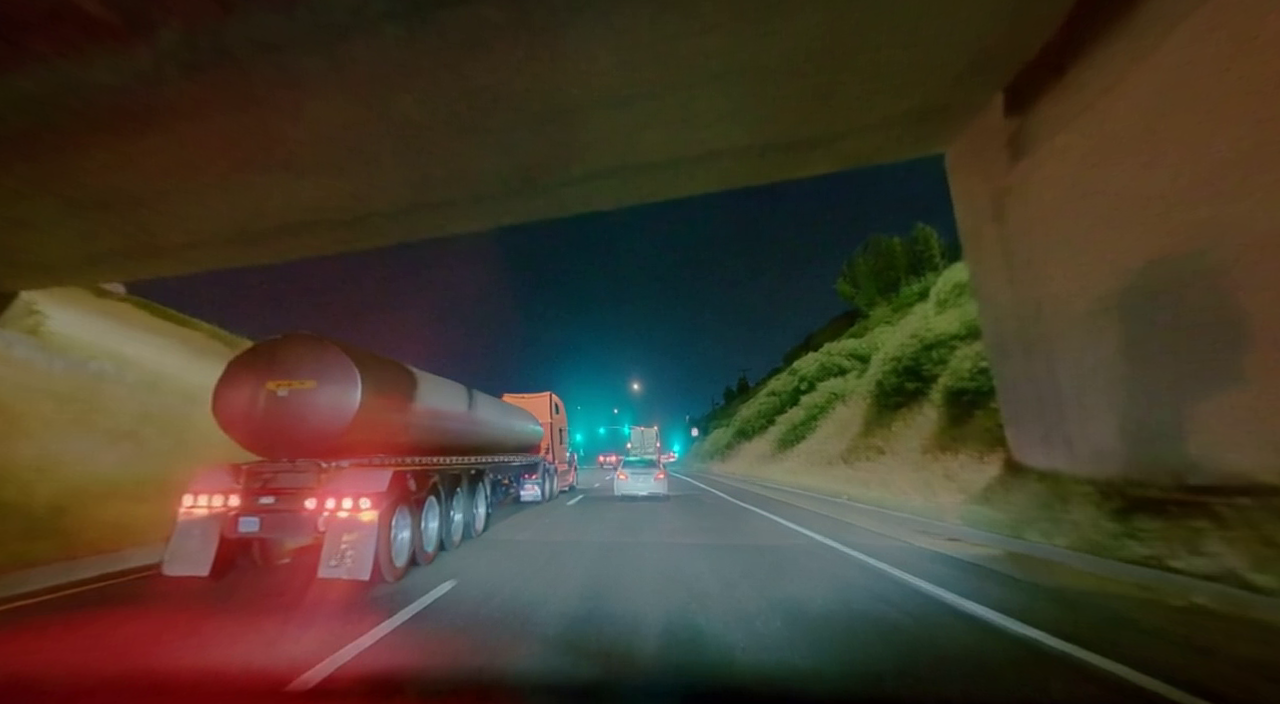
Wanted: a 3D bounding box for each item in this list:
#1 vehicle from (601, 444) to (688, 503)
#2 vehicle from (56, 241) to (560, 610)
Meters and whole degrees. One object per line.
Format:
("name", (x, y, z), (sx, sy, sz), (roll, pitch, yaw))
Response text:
("vehicle", (0.114, 3.423, 18.244), (2.215, 1.481, 4.246), (0, -9, 0))
("vehicle", (-4.048, 1.726, 13.401), (2.896, 3.563, 14.643), (0, -9, 0))
